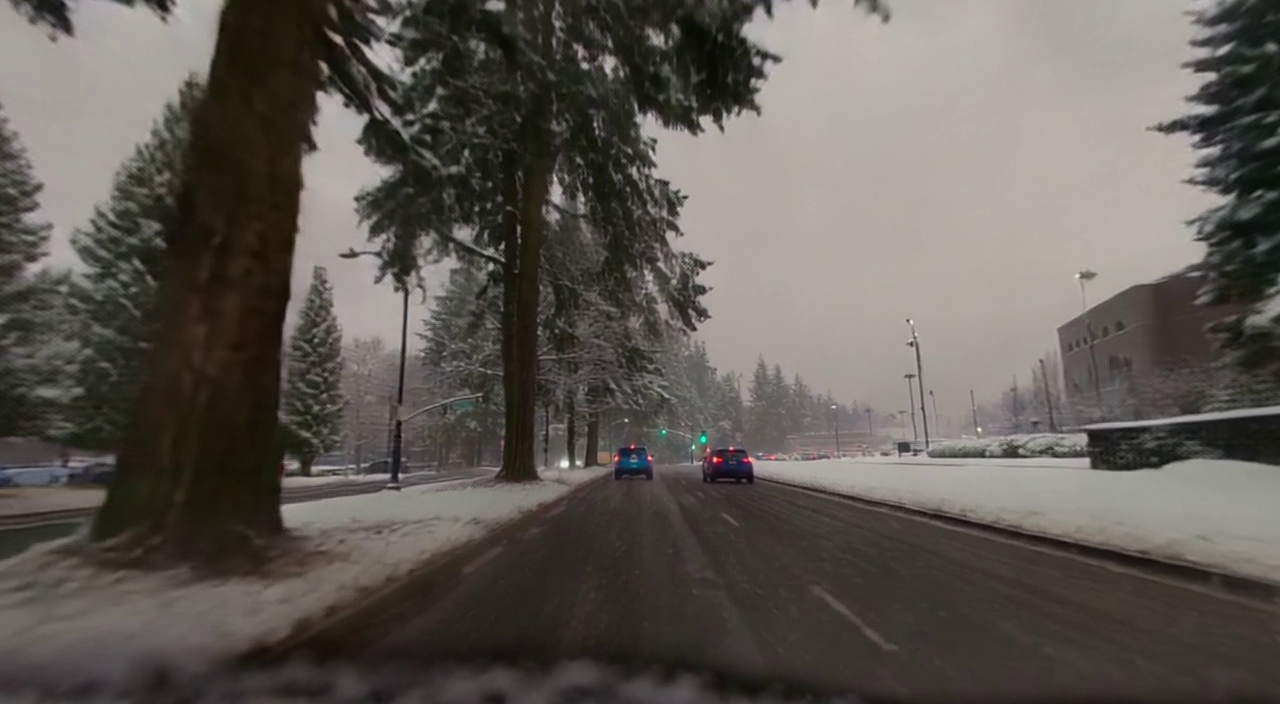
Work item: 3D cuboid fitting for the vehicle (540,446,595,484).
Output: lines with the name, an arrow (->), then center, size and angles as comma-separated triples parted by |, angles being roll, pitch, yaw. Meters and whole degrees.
vehicle -> -3.450, 5.445, 30.853 | 2.047, 1.710, 4.314 | 0, -8, 2

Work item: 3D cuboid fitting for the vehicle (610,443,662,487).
vehicle -> -0.124, 4.767, 27.031 | 2.022, 1.700, 4.084 | 0, -8, 1

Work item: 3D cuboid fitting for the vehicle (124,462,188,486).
vehicle -> -32.516, 8.191, 42.517 | 1.742, 1.411, 4.415 | 2, -9, -14

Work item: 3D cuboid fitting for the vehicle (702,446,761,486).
vehicle -> 3.821, 4.840, 27.054 | 1.847, 1.554, 4.052 | 0, -8, -1

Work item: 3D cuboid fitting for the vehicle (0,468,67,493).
vehicle -> -42.094, 8.893, 43.904 | 1.811, 1.441, 4.673 | 4, -9, -25
